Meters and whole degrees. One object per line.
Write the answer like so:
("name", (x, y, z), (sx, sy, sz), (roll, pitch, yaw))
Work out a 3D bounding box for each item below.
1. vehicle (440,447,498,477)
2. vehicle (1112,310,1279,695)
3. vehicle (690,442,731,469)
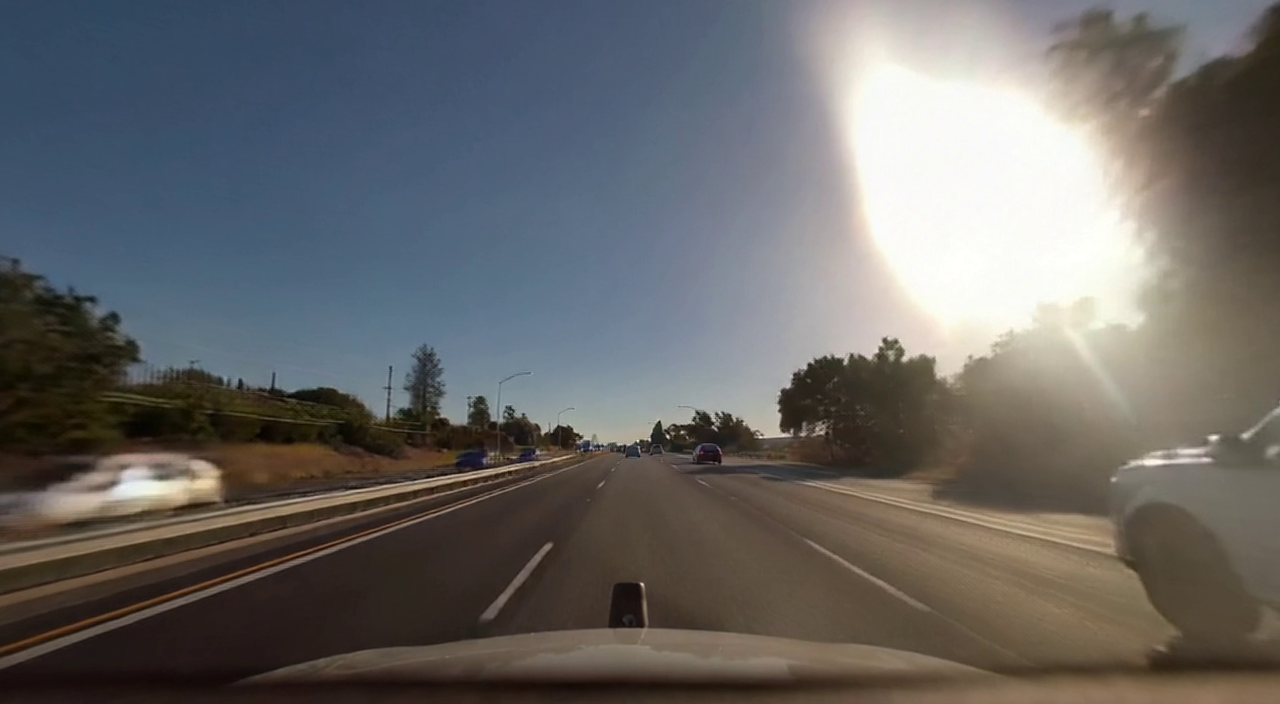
("vehicle", (-9.338, 6.013, 34.529), (2.017, 1.518, 4.337), (0, -9, -1))
("vehicle", (4.284, 0.505, 1.539), (2.177, 1.914, 5.245), (0, -9, 1))
("vehicle", (4.128, 6.140, 37.243), (1.917, 1.488, 3.693), (0, -9, -1))
